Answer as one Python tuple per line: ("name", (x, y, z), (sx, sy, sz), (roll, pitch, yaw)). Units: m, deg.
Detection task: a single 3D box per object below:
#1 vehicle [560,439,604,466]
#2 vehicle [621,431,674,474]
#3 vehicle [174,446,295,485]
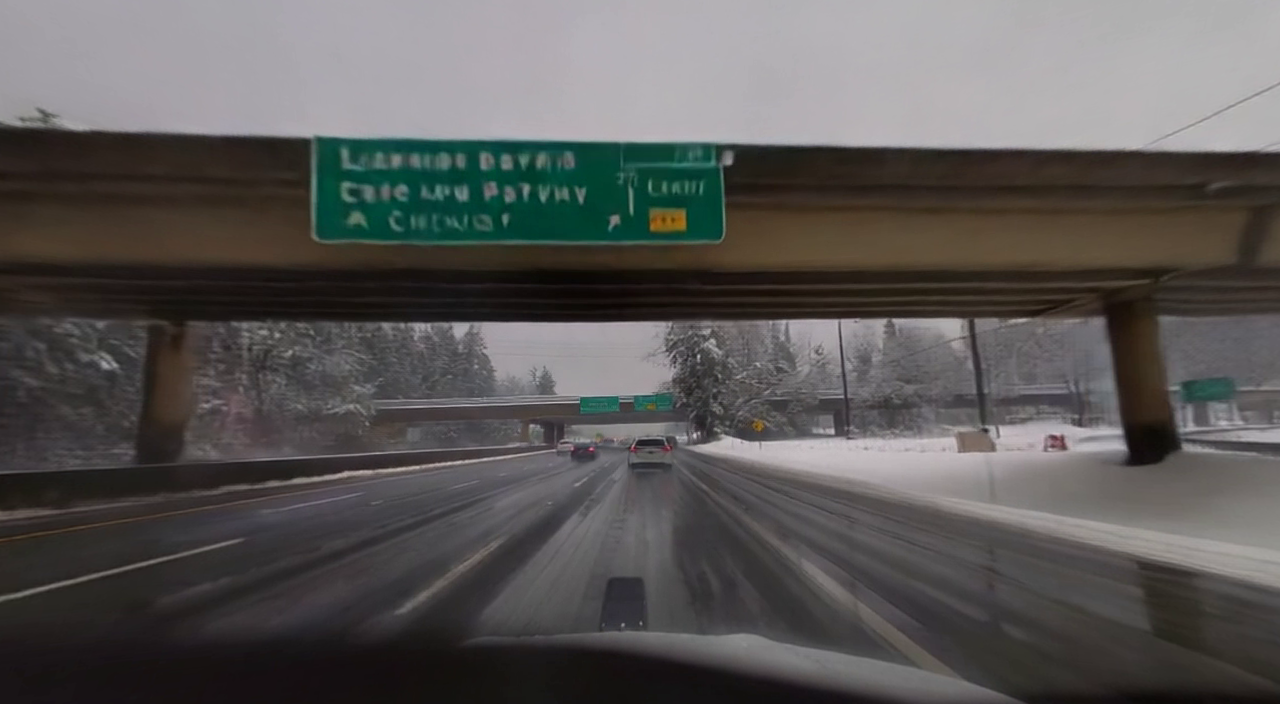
("vehicle", (-3.374, 5.941, 37.516), (2.056, 1.464, 4.564), (0, -8, 1))
("vehicle", (0.291, 4.330, 27.375), (2.152, 1.697, 4.066), (0, -8, 0))
("vehicle", (-17.299, 4.826, 27.253), (1.980, 1.481, 4.763), (0, -8, 1))
